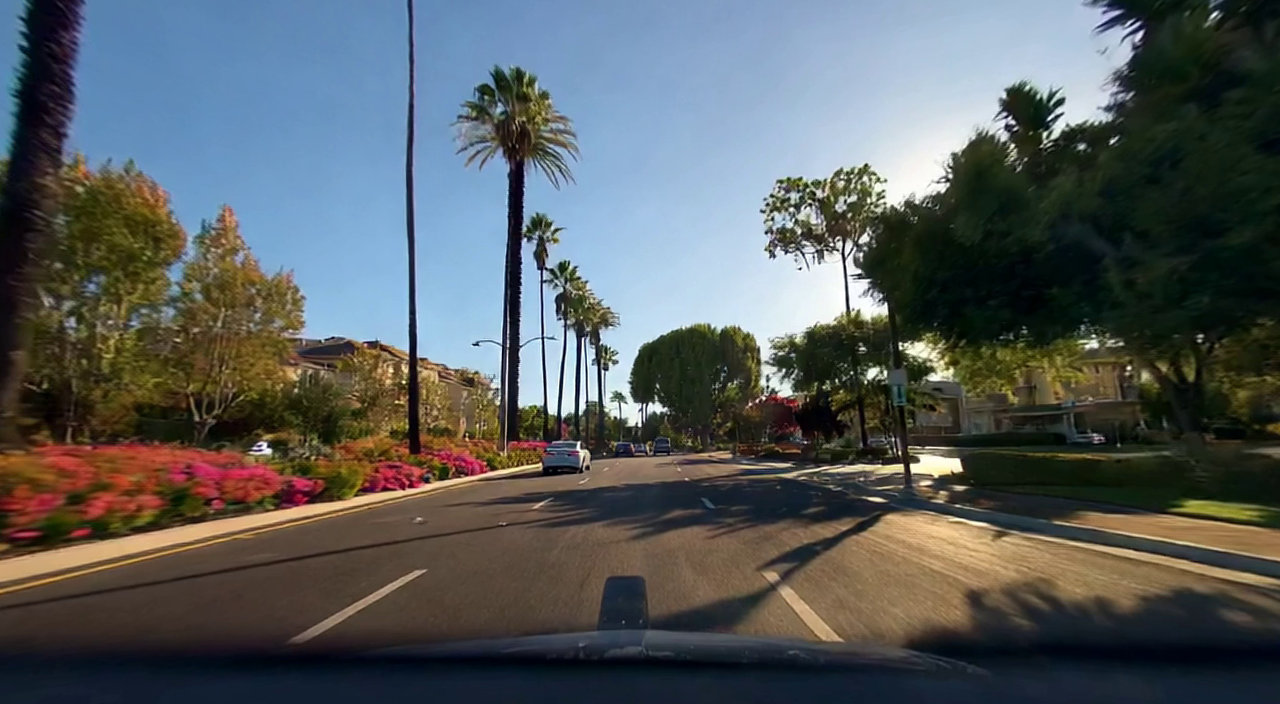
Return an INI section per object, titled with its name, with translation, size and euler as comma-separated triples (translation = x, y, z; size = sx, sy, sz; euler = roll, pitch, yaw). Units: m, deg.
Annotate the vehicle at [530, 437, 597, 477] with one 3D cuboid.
[vehicle]
translation = -3.015, 4.280, 25.759
size = 2.036, 1.478, 4.508
euler = 0, -8, 2
